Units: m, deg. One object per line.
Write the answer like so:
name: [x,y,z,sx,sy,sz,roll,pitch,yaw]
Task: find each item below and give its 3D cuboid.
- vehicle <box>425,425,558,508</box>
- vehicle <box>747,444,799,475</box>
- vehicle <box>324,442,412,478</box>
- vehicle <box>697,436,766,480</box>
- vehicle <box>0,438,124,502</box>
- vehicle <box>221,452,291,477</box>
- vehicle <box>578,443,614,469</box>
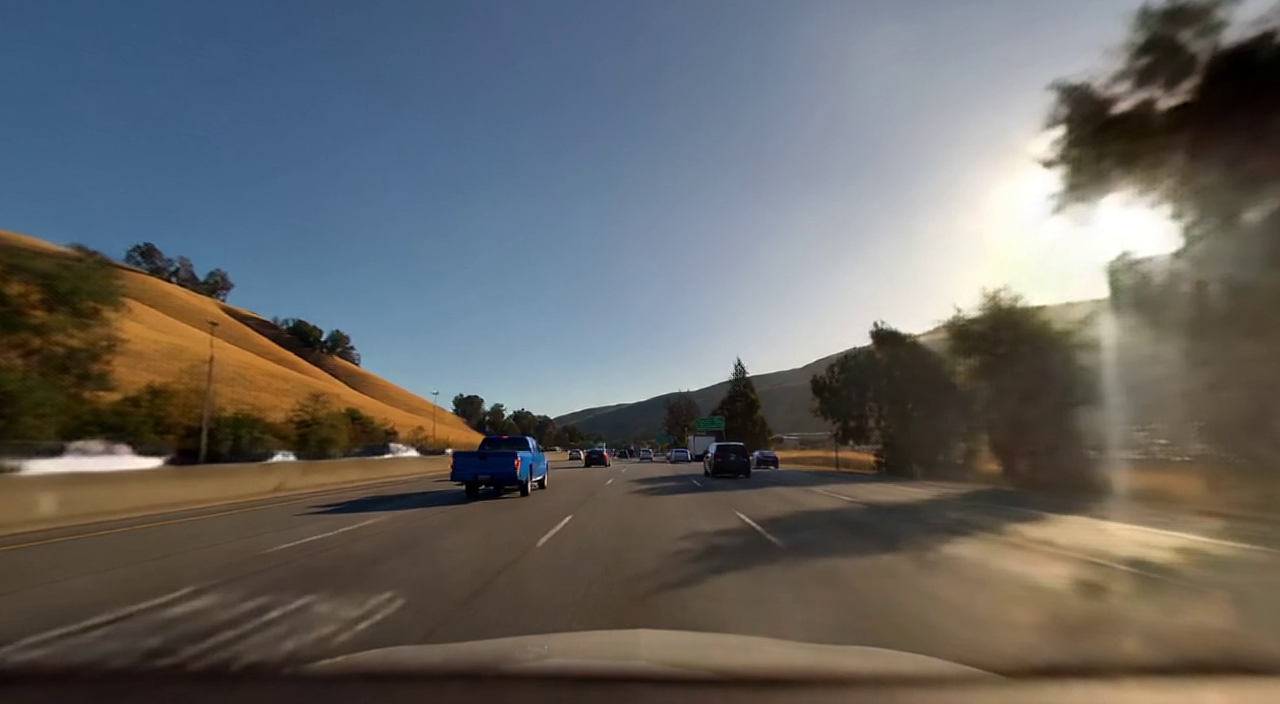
vehicle: [-3.708,2.968,16.906,2.227,1.853,5.161,0,-8,1]
vehicle: [7.989,6.471,38.244,2.104,1.724,4.701,0,-8,0]
vehicle: [-13.054,5.185,30.684,2.126,1.607,4.817,0,-8,0]
vehicle: [4.329,5.109,30.805,2.424,1.952,5.611,0,-8,-1]
vehicle: [-17.134,3.192,17.396,1.963,1.590,4.486,0,-8,1]
vehicle: [-25.155,7.353,41.542,1.769,1.450,4.479,0,-8,1]
vehicle: [-3.187,7.611,46.534,2.235,1.785,4.386,0,-8,1]
